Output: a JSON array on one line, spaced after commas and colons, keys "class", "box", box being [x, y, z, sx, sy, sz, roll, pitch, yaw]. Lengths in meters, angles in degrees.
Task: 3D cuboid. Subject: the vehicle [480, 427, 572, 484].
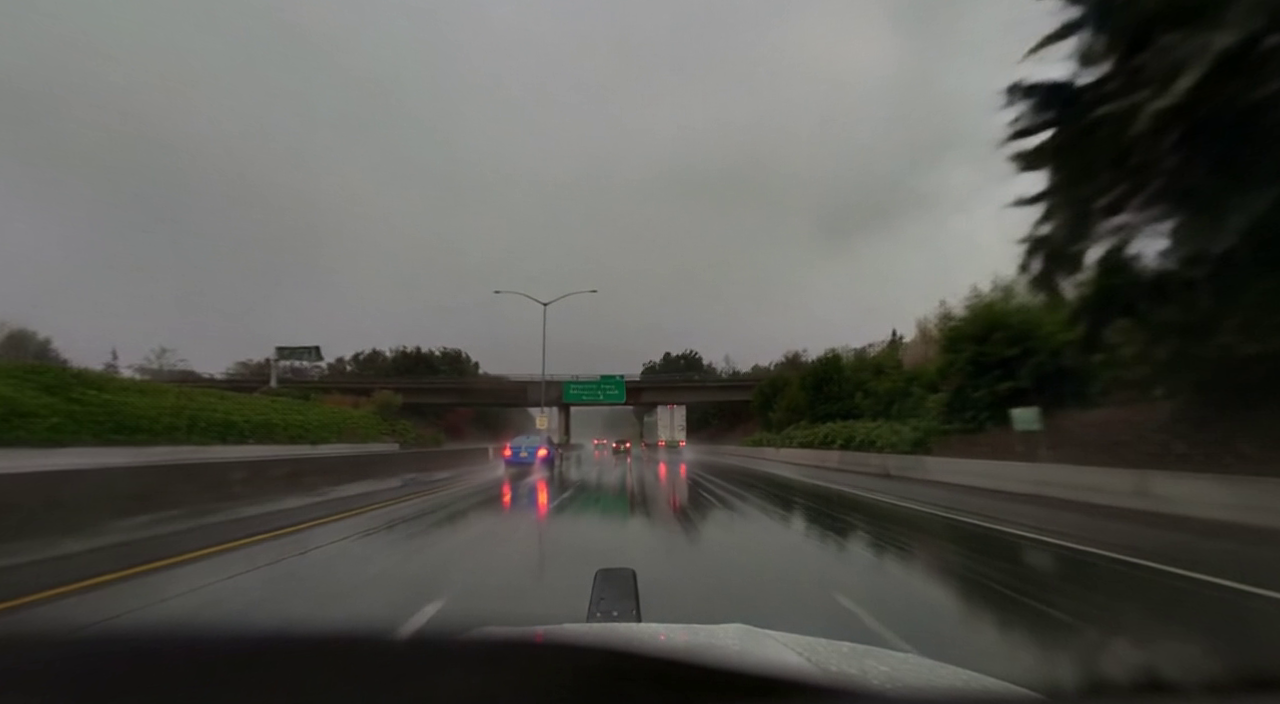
[{"class": "vehicle", "box": [-3.876, 3.614, 22.303, 2.377, 1.747, 4.703, 0, -8, 0]}]

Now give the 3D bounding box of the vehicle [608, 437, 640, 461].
[{"class": "vehicle", "box": [-1.120, 6.766, 44.073, 2.125, 1.542, 3.816, 0, -8, -1]}]
